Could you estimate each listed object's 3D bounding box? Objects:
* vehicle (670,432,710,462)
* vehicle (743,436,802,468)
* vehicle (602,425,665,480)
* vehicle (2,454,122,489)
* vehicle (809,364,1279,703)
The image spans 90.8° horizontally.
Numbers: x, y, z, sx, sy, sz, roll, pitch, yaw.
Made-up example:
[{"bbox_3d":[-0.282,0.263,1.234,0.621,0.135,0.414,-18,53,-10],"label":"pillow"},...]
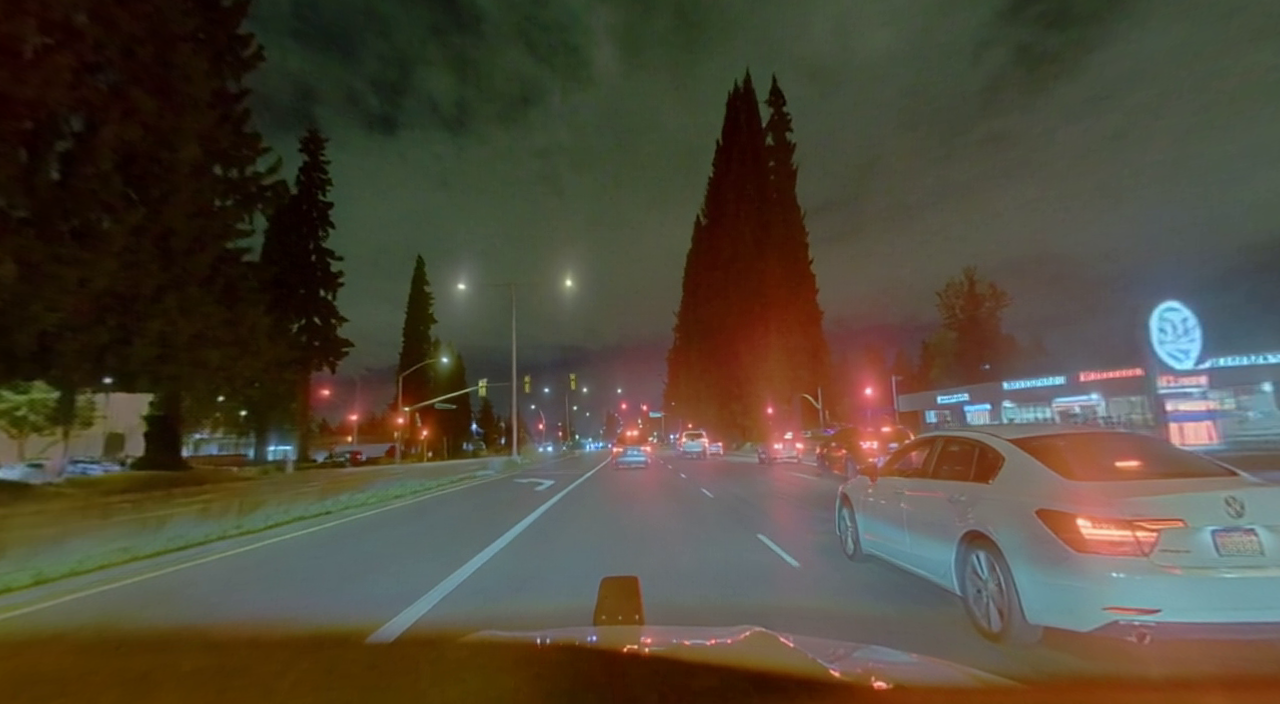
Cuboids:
[{"bbox_3d":[3.078,5.981,39.656,2.000,1.745,4.206,0,-8,-2],"label":"vehicle"},{"bbox_3d":[6.340,4.860,30.811,1.883,1.452,4.258,0,-8,-1],"label":"vehicle"},{"bbox_3d":[-0.250,3.683,23.286,2.106,1.798,4.168,0,-8,-1],"label":"vehicle"},{"bbox_3d":[-30.247,6.242,33.150,4.228,1.680,2.024,0,-9,1],"label":"vehicle"},{"bbox_3d":[3.155,1.213,5.264,2.153,1.658,4.485,0,-8,-1],"label":"vehicle"}]
